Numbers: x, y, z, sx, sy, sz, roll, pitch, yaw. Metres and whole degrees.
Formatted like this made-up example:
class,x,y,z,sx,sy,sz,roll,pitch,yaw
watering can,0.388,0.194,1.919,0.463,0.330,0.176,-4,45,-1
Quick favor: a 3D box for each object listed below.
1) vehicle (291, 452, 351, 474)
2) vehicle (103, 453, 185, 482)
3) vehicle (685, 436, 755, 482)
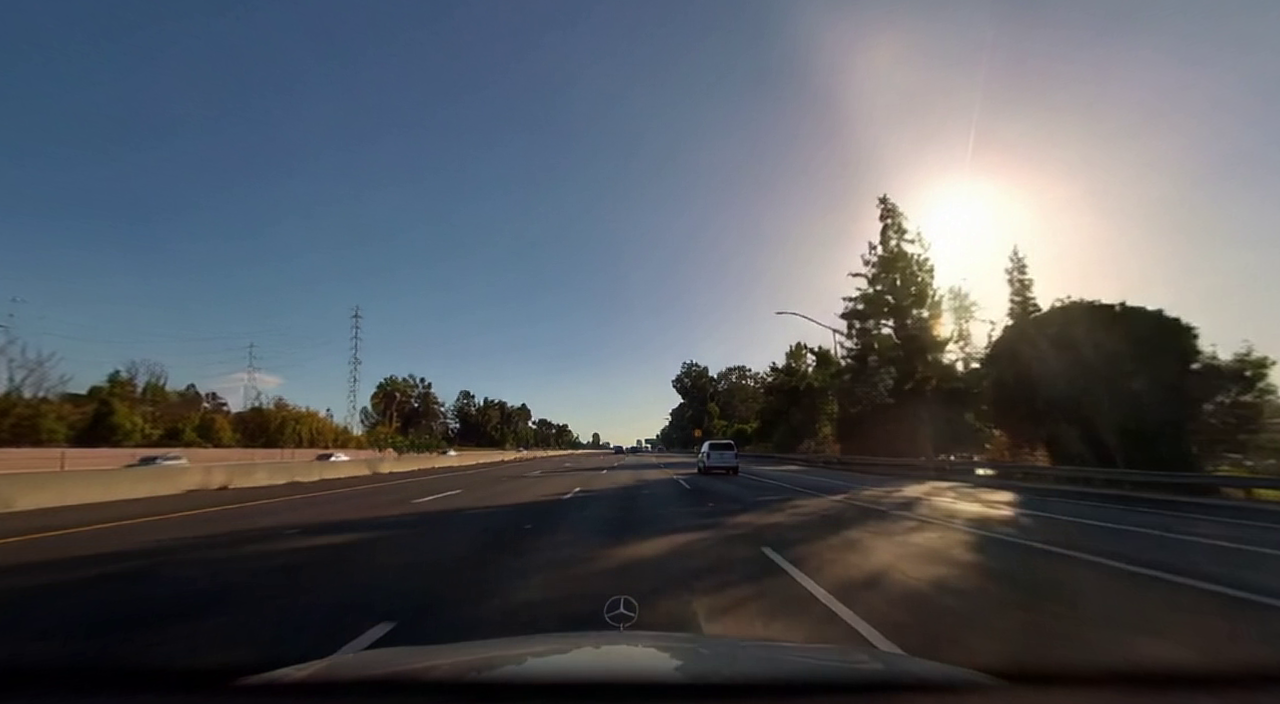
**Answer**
class,x,y,z,sx,sy,sz,roll,pitch,yaw
vehicle,-23.381,8.143,46.478,1.899,1.498,4.767,0,-9,1
vehicle,-34.403,7.974,44.005,1.954,1.838,4.641,0,-9,0
vehicle,3.091,4.279,25.459,2.130,1.677,4.317,0,-9,-2
